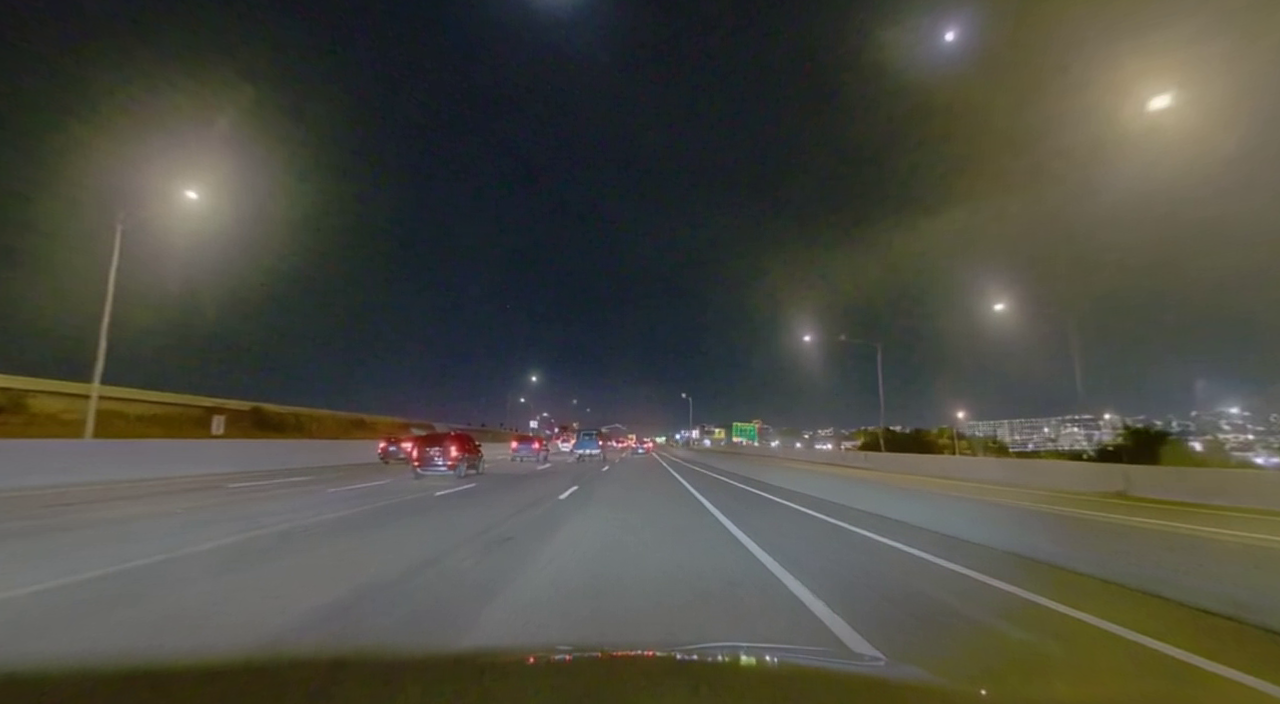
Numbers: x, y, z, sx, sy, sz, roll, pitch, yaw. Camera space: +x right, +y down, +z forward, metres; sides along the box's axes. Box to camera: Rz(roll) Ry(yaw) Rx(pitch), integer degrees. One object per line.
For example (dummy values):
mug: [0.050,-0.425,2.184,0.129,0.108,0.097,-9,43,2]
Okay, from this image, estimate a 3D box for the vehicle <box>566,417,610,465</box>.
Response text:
vehicle: [-3.254,5.778,40.710,2.301,2.843,6.458,0,-8,0]

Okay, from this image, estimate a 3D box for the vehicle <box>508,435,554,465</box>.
vehicle: [-6.925,6.266,40.403,2.109,1.784,4.709,0,-8,1]

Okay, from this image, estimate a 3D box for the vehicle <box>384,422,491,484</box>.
vehicle: [-7.040,3.575,22.470,2.179,1.948,4.618,0,-8,1]
